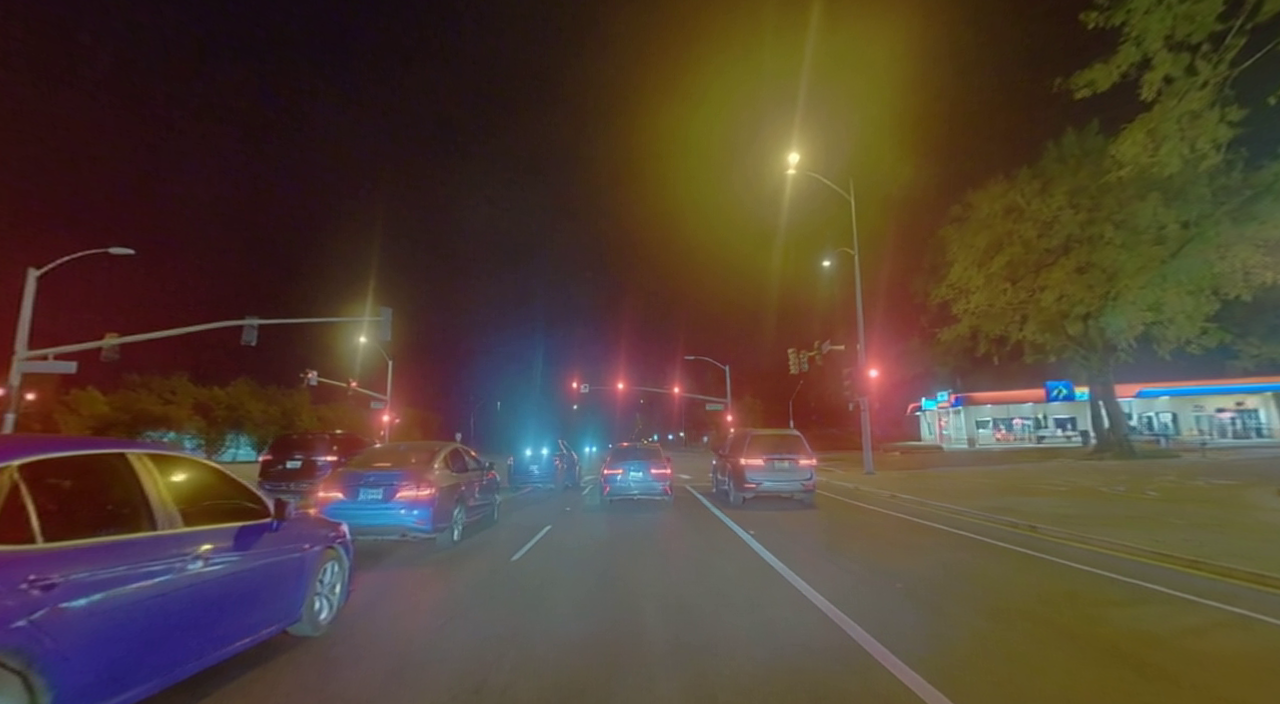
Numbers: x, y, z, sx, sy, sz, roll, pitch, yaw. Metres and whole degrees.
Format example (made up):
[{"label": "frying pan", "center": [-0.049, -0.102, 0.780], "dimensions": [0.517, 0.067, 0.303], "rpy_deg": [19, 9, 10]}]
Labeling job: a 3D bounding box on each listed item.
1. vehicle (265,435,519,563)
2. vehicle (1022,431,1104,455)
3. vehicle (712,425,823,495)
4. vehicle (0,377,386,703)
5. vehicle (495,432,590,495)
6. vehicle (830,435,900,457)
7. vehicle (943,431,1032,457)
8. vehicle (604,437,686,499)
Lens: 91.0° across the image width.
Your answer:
[{"label": "vehicle", "center": [-3.324, 2.058, 9.586], "dimensions": [2.014, 1.472, 4.357], "rpy_deg": [0, -9, 1]}, {"label": "vehicle", "center": [30.593, 6.578, 45.626], "dimensions": [4.432, 1.680, 1.932], "rpy_deg": [0, -9, 2]}, {"label": "vehicle", "center": [3.361, 2.991, 17.636], "dimensions": [2.076, 1.691, 4.402], "rpy_deg": [0, -9, -2]}, {"label": "vehicle", "center": [-3.079, 0.892, 2.216], "dimensions": [2.249, 1.517, 4.951], "rpy_deg": [0, -9, 1]}, {"label": "vehicle", "center": [-2.815, 3.333, 19.134], "dimensions": [2.072, 1.694, 4.070], "rpy_deg": [0, -9, 2]}, {"label": "vehicle", "center": [17.500, 7.361, 49.124], "dimensions": [4.626, 1.653, 1.982], "rpy_deg": [0, -9, 1]}, {"label": "vehicle", "center": [23.336, 6.209, 42.442], "dimensions": [4.781, 1.700, 1.986], "rpy_deg": [0, -9, 1]}, {"label": "vehicle", "center": [0.147, 3.176, 17.605], "dimensions": [2.032, 1.499, 3.994], "rpy_deg": [0, -9, 1]}]
